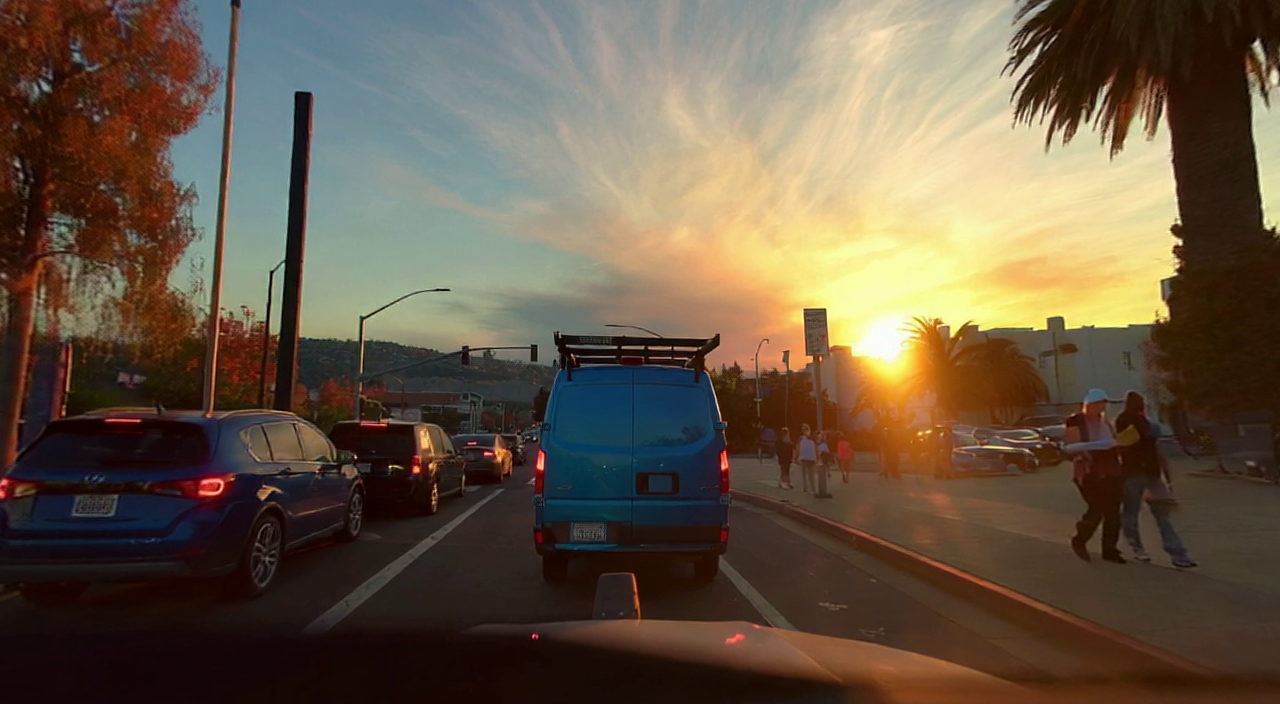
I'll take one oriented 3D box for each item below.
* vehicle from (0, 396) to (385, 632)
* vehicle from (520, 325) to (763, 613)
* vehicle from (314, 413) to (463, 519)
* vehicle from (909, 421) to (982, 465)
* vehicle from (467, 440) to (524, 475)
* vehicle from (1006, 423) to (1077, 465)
[{"bbox_3d":[-4.399,1.464,6.670,1.986,1.643,4.315,1,-9,-6],"label":"vehicle"},{"bbox_3d":[-0.192,1.222,7.179,1.902,2.238,4.263,1,-9,-6],"label":"vehicle"},{"bbox_3d":[-5.202,2.413,13.882,2.089,1.854,5.022,2,-9,-11],"label":"vehicle"},{"bbox_3d":[12.649,3.766,26.037,2.046,1.675,3.924,-6,-10,33],"label":"vehicle"},{"bbox_3d":[-6.835,4.896,29.574,1.818,1.479,4.428,4,-9,-22],"label":"vehicle"},{"bbox_3d":[15.775,3.620,24.730,2.048,1.475,3.972,-6,-10,34],"label":"vehicle"}]
